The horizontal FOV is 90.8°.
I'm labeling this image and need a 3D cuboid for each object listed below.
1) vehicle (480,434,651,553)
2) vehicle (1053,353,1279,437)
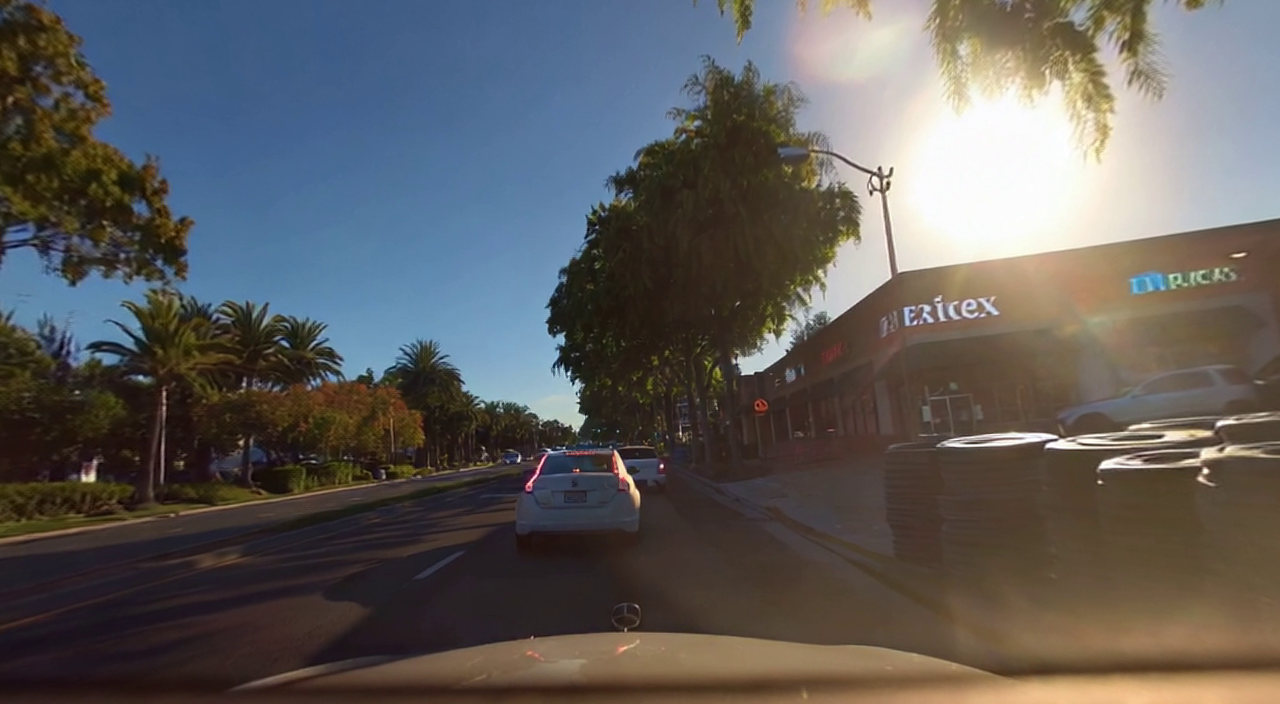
[{"bbox_3d":[-0.997,2.113,10.149,2.169,1.495,4.048,0,-9,-1],"label":"vehicle"},{"bbox_3d":[13.385,1.274,16.518,1.854,1.693,4.798,-1,-10,0],"label":"vehicle"}]
